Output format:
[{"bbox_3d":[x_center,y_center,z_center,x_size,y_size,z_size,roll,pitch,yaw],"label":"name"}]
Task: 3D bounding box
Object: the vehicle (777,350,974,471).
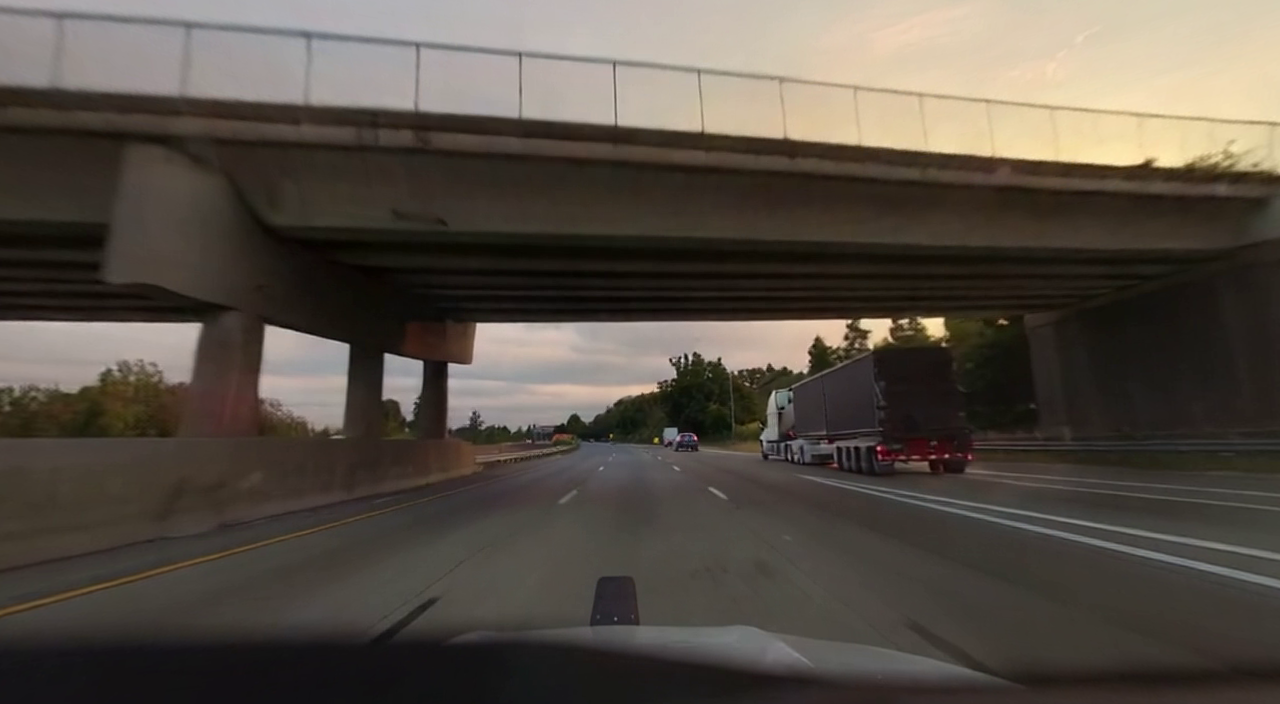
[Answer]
[{"bbox_3d":[9.379,2.896,27.904,2.855,4.053,13.328,0,-8,-3],"label":"vehicle"}]
